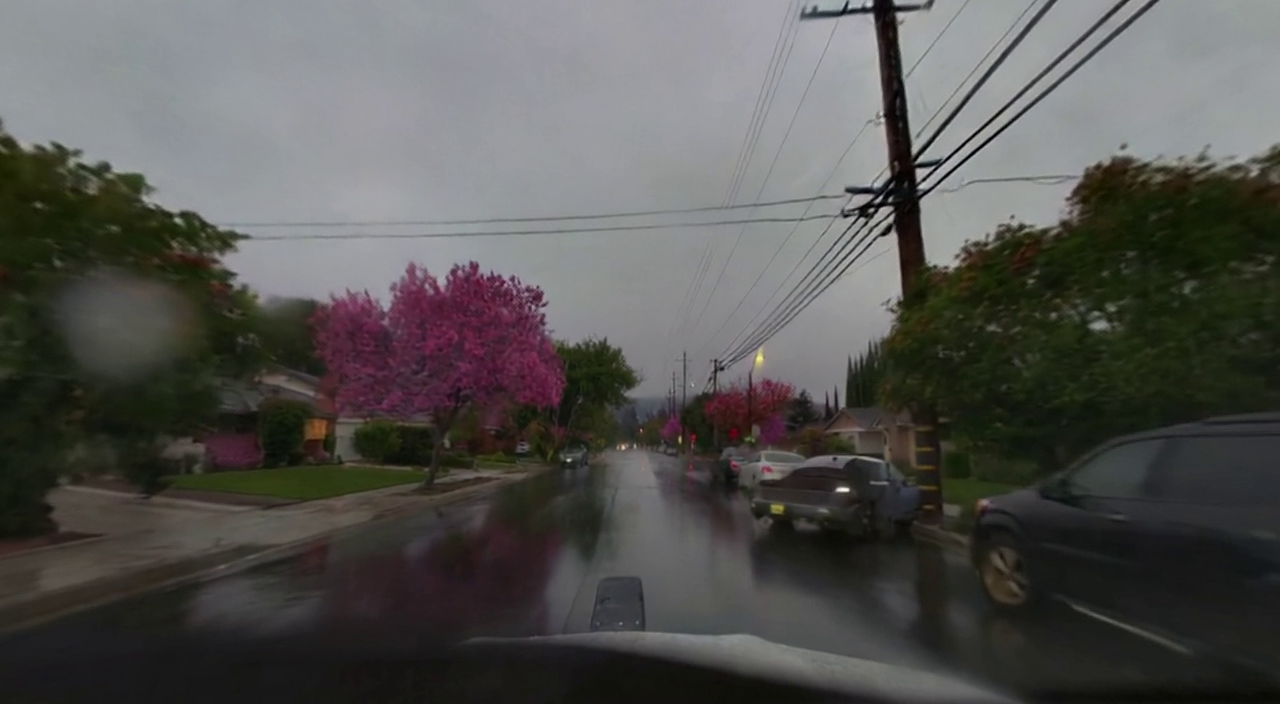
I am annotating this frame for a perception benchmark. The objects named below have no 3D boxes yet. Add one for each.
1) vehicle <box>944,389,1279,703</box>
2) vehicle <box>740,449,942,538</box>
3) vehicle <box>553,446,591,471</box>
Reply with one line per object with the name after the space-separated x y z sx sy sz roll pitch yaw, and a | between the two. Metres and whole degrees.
3.935 1.146 3.703 2.103 1.679 4.386 0 -9 0 | vehicle
4.223 2.710 12.872 2.075 1.449 4.526 -9 -12 43 | vehicle
-4.475 7.114 42.375 1.938 1.508 4.481 0 -8 2 | vehicle
